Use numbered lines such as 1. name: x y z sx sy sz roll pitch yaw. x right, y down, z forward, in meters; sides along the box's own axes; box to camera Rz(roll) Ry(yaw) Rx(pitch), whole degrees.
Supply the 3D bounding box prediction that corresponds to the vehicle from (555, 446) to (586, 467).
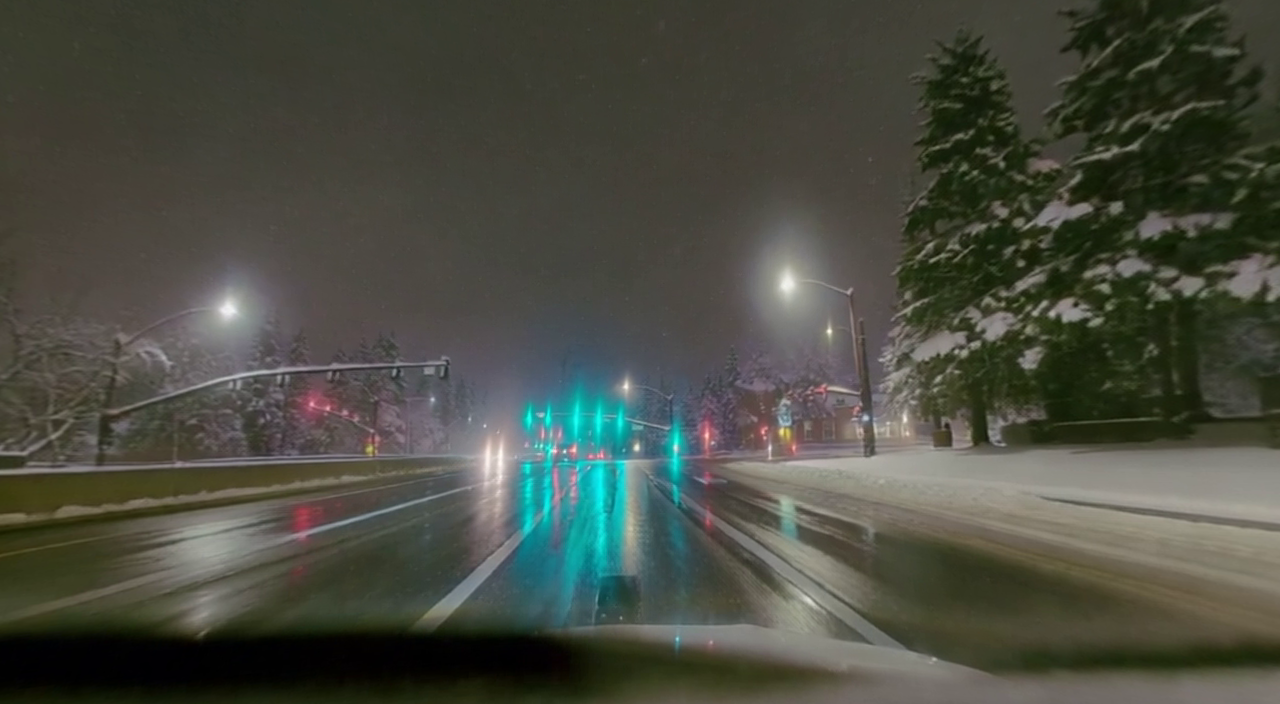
1. vehicle: -5.277 7.961 48.341 2.073 1.445 4.151 0 -8 -2
